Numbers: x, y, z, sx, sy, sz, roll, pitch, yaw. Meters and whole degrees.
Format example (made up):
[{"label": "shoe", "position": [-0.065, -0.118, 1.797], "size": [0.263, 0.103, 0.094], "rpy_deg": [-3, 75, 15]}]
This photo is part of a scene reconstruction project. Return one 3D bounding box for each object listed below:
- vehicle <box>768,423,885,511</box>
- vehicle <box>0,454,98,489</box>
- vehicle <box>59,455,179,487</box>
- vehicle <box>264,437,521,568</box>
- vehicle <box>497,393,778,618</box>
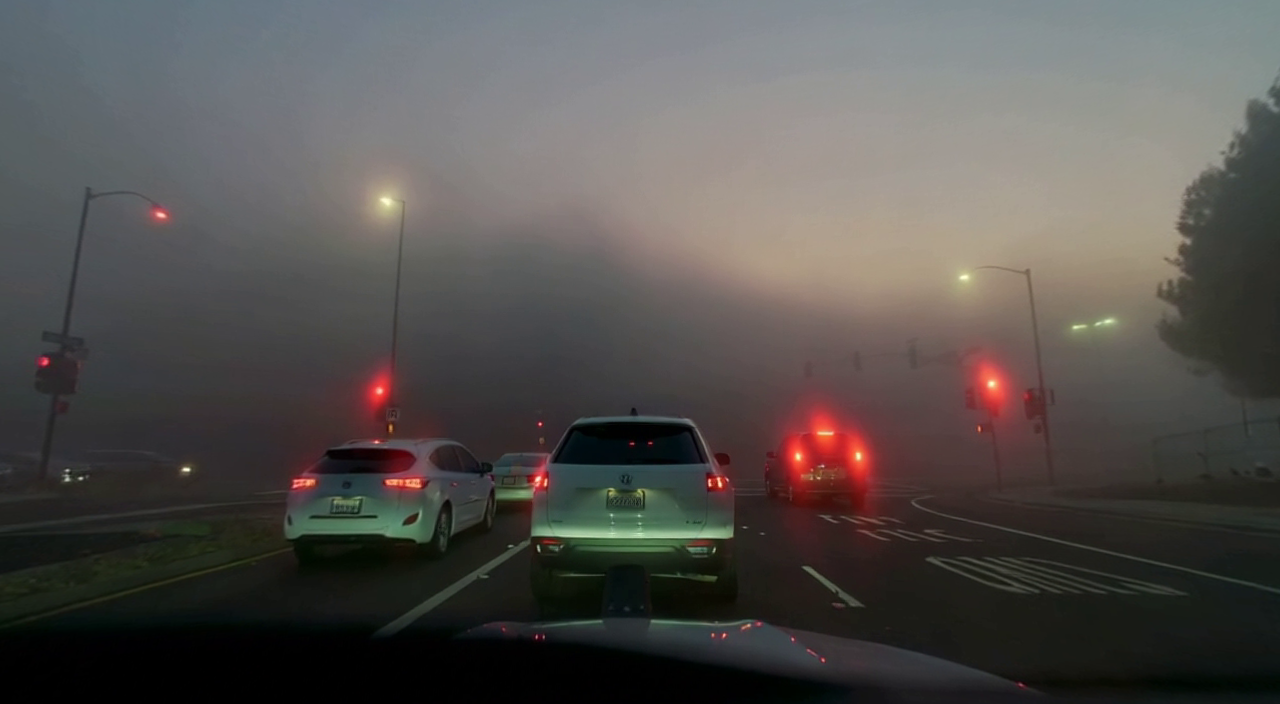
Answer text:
[{"label": "vehicle", "position": [4.808, 3.008, 16.929], "size": [2.084, 2.053, 4.073], "rpy_deg": [-1, -8, 4]}, {"label": "vehicle", "position": [-27.108, 5.268, 27.930], "size": [4.198, 1.444, 1.765], "rpy_deg": [2, -9, -15]}, {"label": "vehicle", "position": [-25.993, 5.943, 31.598], "size": [4.140, 1.444, 1.742], "rpy_deg": [2, -9, -15]}, {"label": "vehicle", "position": [-3.209, 2.018, 9.335], "size": [1.913, 1.453, 4.413], "rpy_deg": [0, -8, 2]}, {"label": "vehicle", "position": [-0.028, 1.524, 7.183], "size": [2.203, 1.757, 4.286], "rpy_deg": [0, -8, 0]}]
